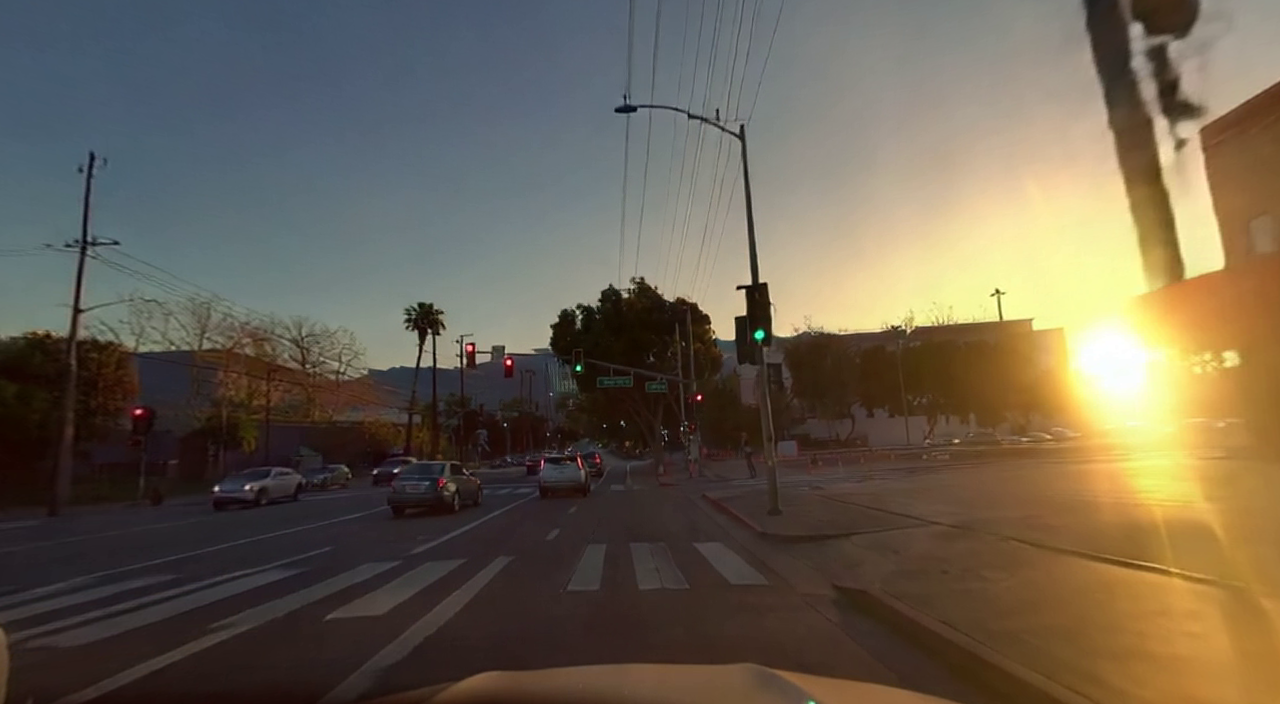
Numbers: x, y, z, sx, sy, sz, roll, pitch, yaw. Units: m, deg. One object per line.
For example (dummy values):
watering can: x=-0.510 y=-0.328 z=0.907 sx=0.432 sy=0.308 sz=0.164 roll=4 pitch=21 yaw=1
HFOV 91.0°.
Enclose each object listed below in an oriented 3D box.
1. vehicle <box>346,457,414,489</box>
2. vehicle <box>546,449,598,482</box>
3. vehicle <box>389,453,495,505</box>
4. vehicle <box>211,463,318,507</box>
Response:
vehicle: x=-15.225 y=7.074 z=37.119 sx=2.139 sy=1.692 sz=4.099 roll=0 pitch=-9 yaw=1
vehicle: x=-3.310 y=5.620 z=31.443 sx=2.147 sy=1.472 sz=4.406 roll=0 pitch=-9 yaw=0
vehicle: x=-6.350 y=4.095 z=20.813 sx=1.960 sy=1.479 sz=4.654 roll=0 pitch=-9 yaw=1
vehicle: x=-15.414 y=5.451 z=26.161 sx=1.955 sy=1.500 sz=4.458 roll=1 pitch=-9 yaw=-4
